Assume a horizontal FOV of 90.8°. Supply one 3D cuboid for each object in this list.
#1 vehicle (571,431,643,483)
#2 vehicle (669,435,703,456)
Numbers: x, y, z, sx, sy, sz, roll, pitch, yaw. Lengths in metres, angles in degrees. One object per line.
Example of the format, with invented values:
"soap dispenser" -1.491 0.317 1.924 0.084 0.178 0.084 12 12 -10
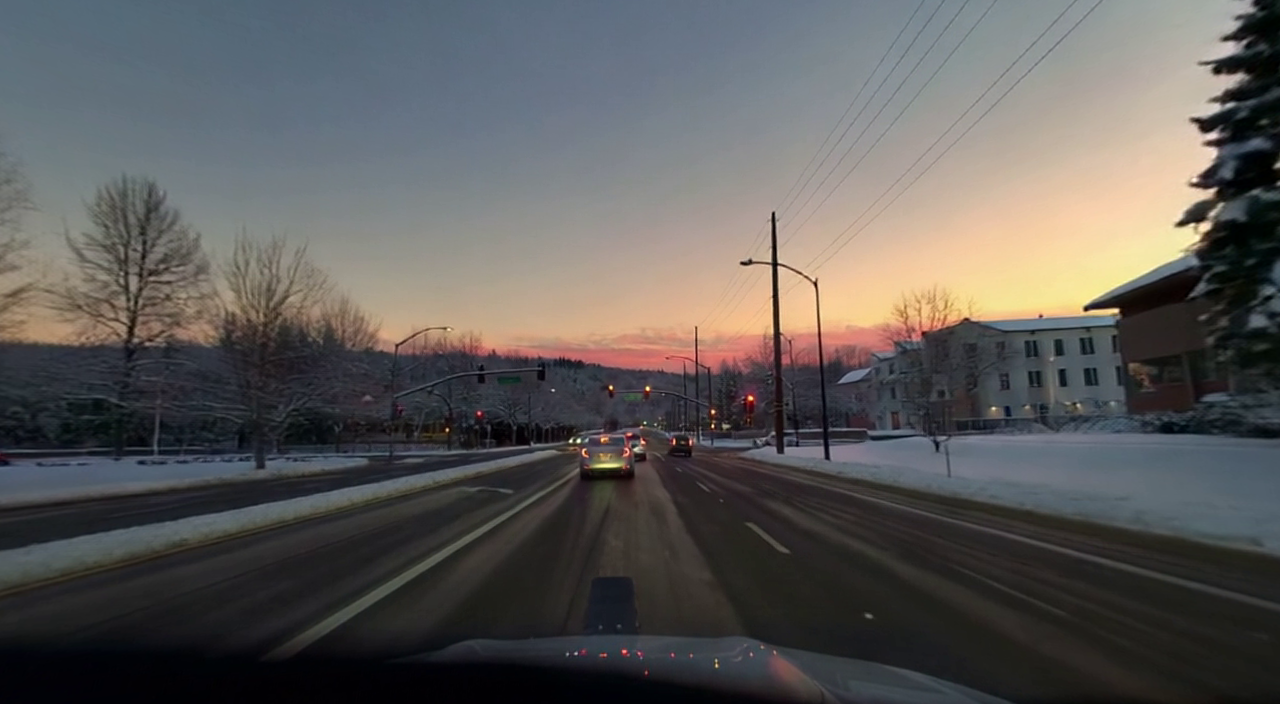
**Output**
"vehicle" -0.960 3.314 20.232 2.075 1.470 3.962 0 -8 0
"vehicle" 3.331 6.865 46.321 1.945 1.470 4.363 0 -8 -2
